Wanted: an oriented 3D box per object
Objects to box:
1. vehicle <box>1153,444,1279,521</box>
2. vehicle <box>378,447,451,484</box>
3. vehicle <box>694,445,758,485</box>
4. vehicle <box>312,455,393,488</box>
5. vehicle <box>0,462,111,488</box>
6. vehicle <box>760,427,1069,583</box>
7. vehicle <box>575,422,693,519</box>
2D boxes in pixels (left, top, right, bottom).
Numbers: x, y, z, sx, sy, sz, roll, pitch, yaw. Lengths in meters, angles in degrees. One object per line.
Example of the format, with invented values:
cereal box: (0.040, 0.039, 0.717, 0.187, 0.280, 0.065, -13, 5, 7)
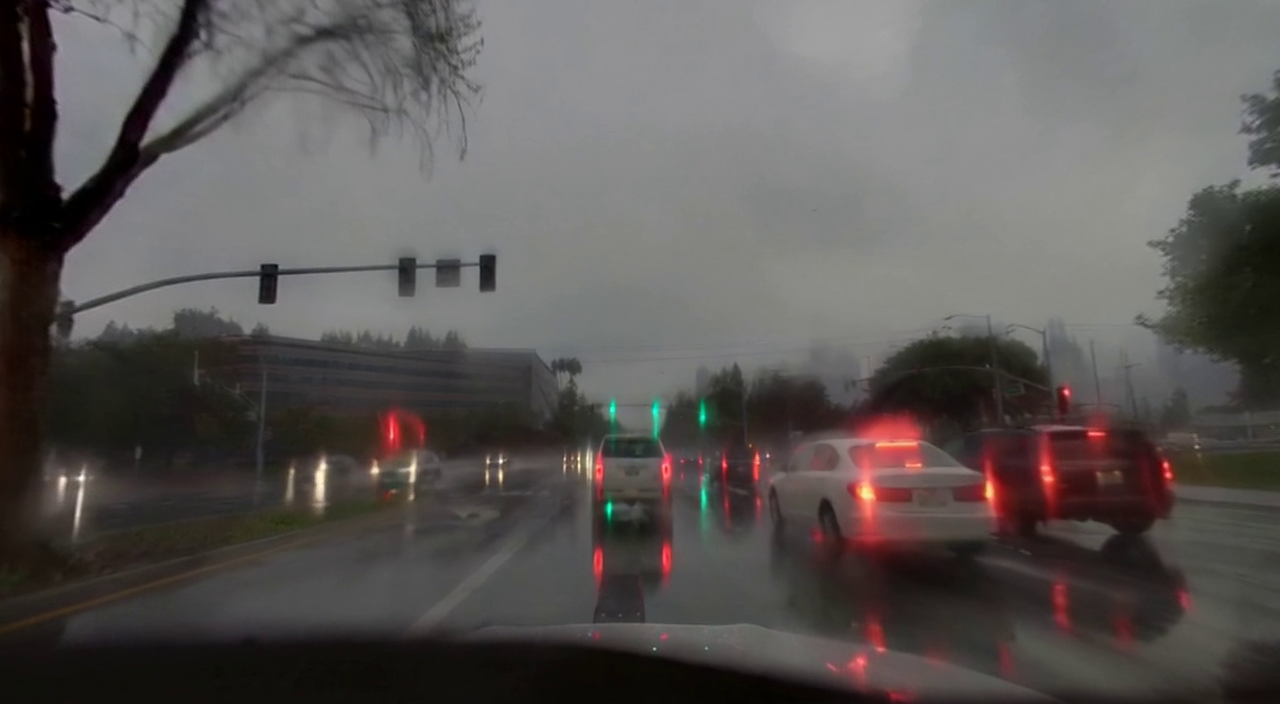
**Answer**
vehicle: (14.482, 2.887, 14.193, 2.125, 1.592, 4.428, 0, -8, -1)
vehicle: (-11.154, 5.624, 31.644, 2.032, 1.671, 4.316, 0, -8, 0)
vehicle: (3.503, 4.697, 26.518, 2.004, 1.523, 4.263, 0, -8, -1)
vehicle: (-14.469, 6.020, 32.100, 2.107, 1.448, 4.179, 0, -8, 0)
vehicle: (-35.110, 7.325, 37.824, 4.845, 1.442, 1.880, 2, -9, -13)
vehicle: (3.254, 1.915, 8.864, 2.034, 1.558, 4.774, 0, -8, -2)
vehicle: (-0.126, 2.592, 14.297, 2.236, 1.827, 4.316, 0, -8, 0)
